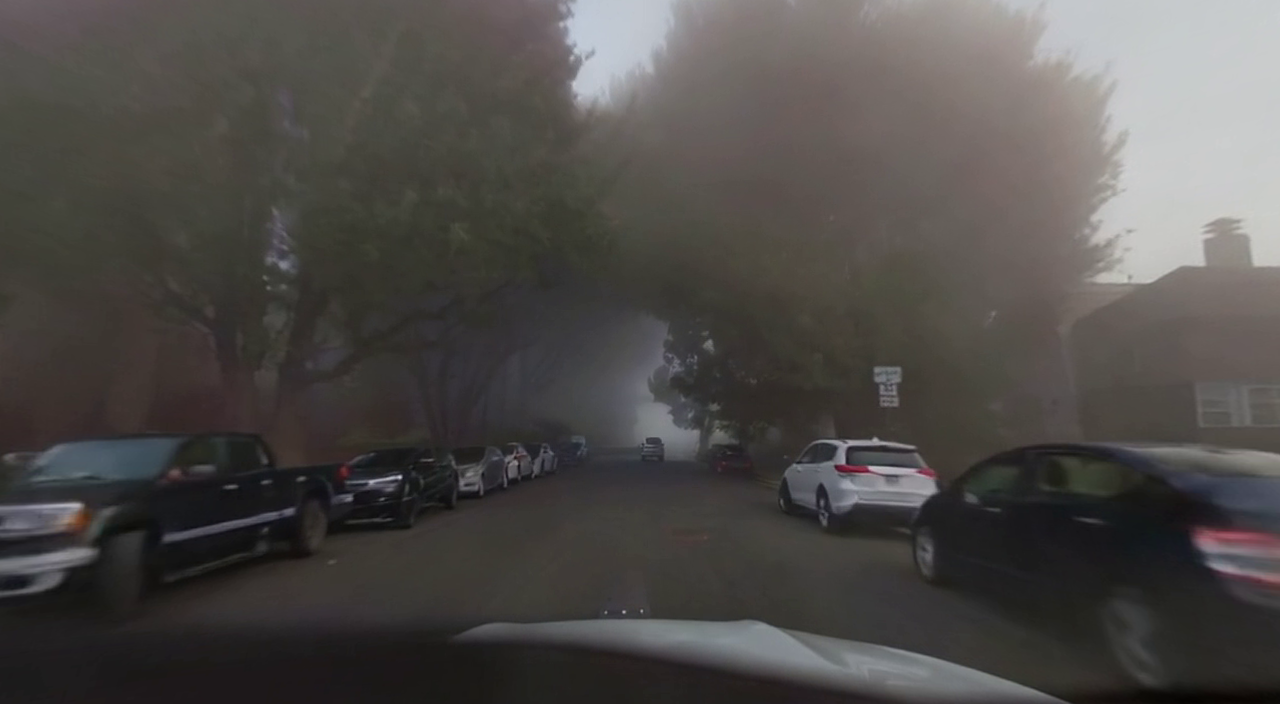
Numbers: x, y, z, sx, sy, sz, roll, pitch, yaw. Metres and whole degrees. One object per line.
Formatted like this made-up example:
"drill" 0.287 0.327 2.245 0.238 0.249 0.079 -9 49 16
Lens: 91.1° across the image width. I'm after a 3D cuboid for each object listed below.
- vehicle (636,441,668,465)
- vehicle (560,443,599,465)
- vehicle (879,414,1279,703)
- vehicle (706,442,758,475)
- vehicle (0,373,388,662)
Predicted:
"vehicle" 0.801 6.568 41.015 2.010 1.499 4.107 0 -9 2
"vehicle" -4.185 7.103 43.986 1.999 1.441 4.628 -1 -9 4
"vehicle" 3.675 1.354 4.823 1.987 1.518 4.686 0 -8 2
"vehicle" 4.393 5.157 30.712 1.876 1.477 4.324 0 -8 0
"vehicle" -4.745 1.396 6.558 2.162 1.857 4.758 2 -8 0
